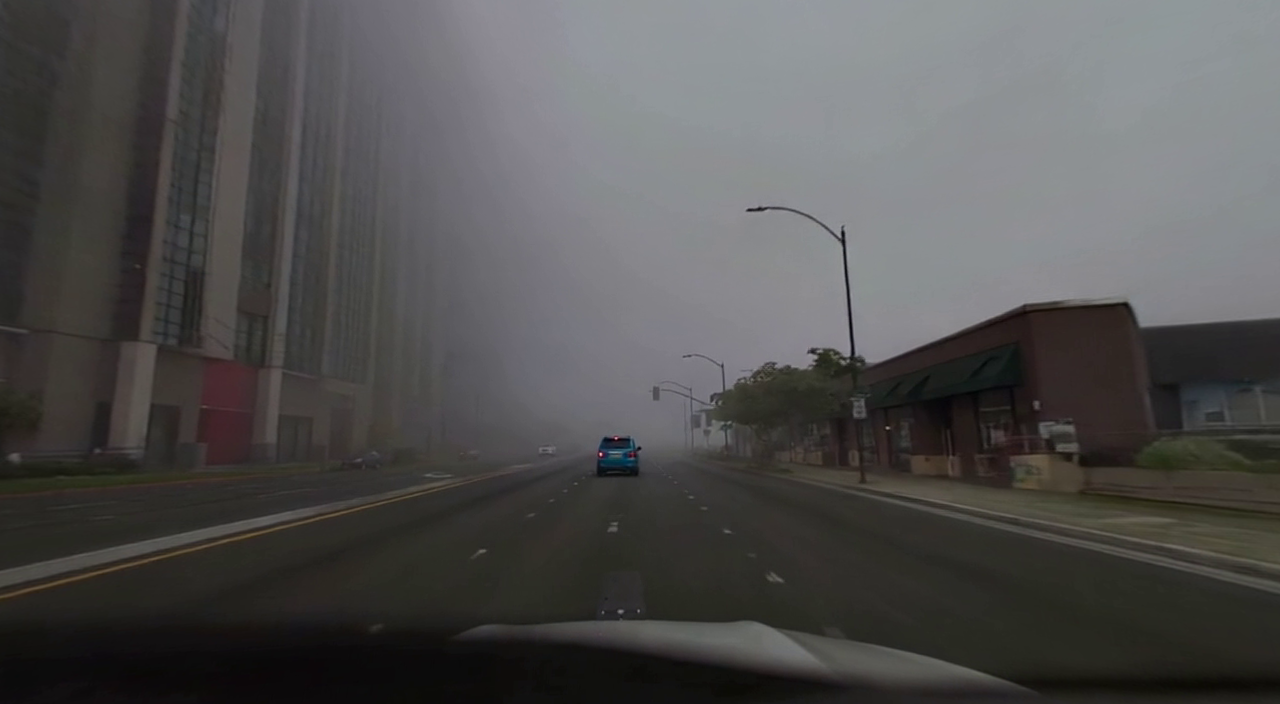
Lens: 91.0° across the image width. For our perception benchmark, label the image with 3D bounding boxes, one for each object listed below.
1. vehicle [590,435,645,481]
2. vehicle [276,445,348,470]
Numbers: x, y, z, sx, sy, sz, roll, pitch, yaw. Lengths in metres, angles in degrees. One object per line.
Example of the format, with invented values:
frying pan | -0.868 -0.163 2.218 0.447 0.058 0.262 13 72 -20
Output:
vehicle | -0.879 4.319 25.866 2.080 1.722 3.766 0 -8 -1
vehicle | -25.432 8.184 48.872 4.513 1.705 1.891 -3 -8 1
